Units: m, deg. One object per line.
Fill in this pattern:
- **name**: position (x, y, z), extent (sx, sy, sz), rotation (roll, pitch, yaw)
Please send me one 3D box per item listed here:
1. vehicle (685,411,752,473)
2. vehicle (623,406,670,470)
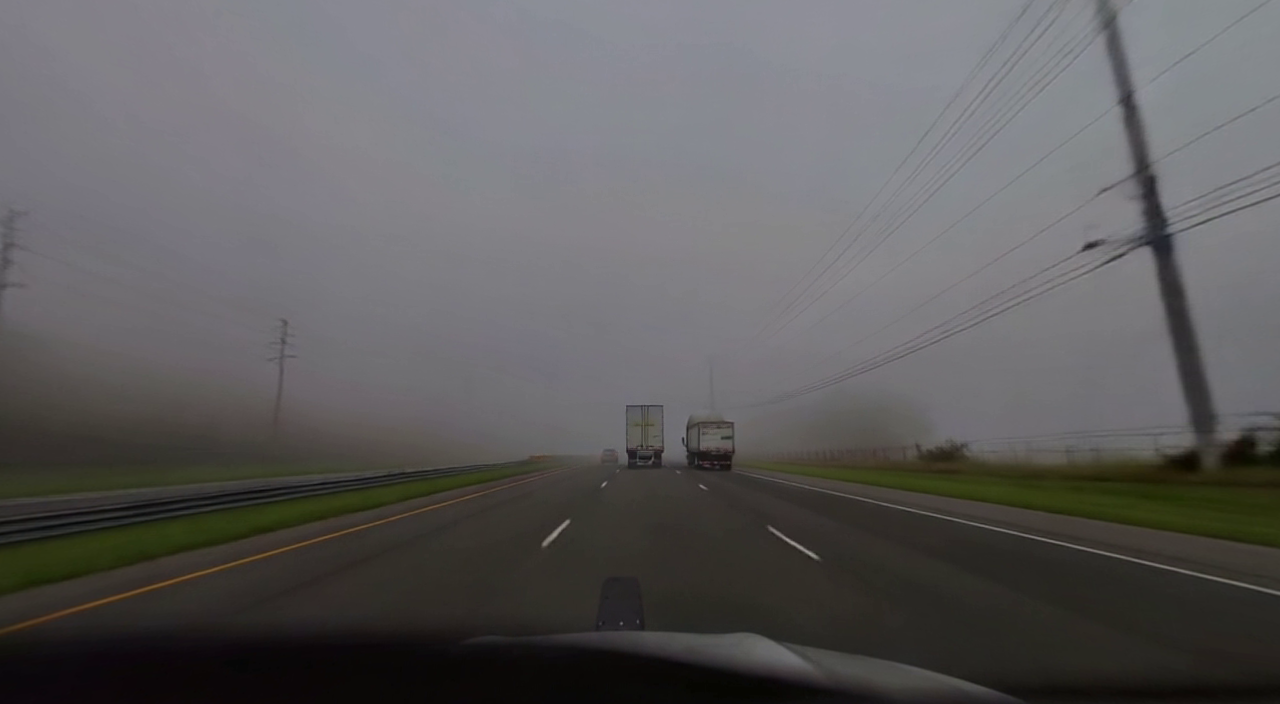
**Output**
- **vehicle**: position (4.661, 5.671, 39.230), extent (2.938, 3.378, 8.820), rotation (0, -9, 0)
- **vehicle**: position (0.509, 6.500, 46.602), extent (2.997, 4.076, 13.224), rotation (0, -9, 1)
